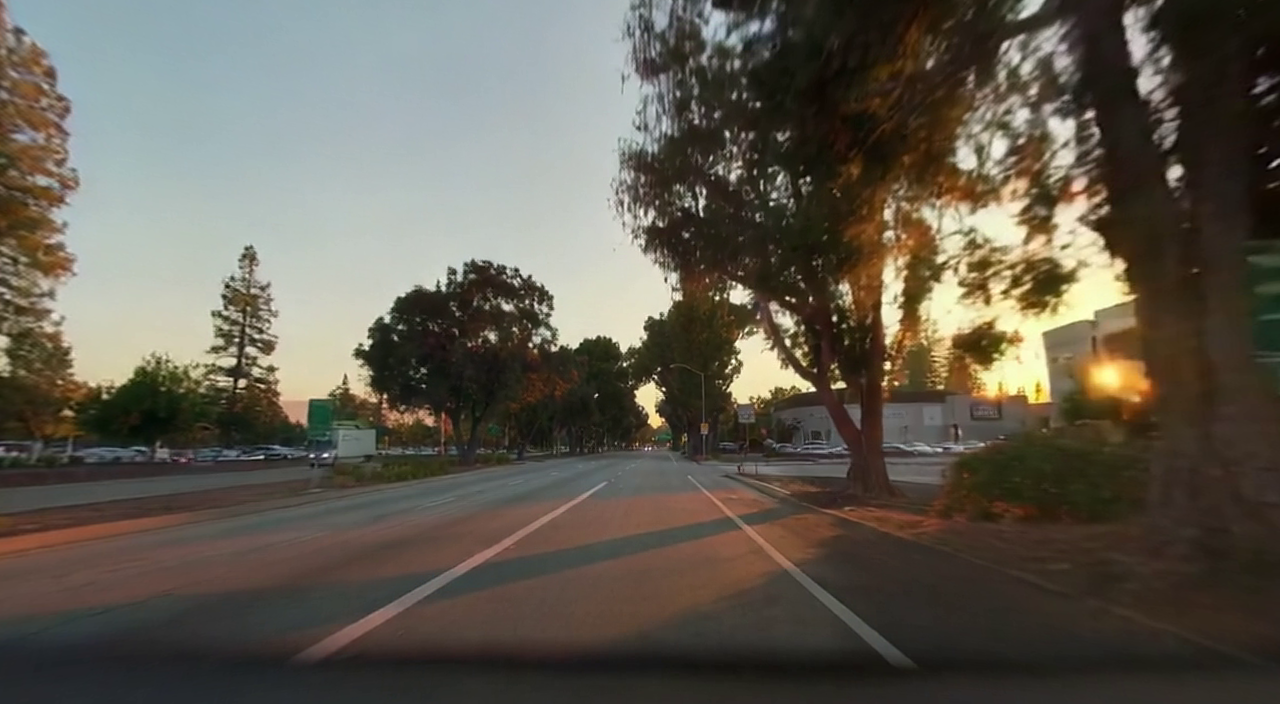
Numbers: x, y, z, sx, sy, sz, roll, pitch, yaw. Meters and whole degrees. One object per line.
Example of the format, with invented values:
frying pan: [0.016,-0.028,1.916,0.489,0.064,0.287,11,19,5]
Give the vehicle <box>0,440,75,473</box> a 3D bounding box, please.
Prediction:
vehicle: [-36.067,5.977,36.289,5.145,1.805,2.205,-1,-8,4]
